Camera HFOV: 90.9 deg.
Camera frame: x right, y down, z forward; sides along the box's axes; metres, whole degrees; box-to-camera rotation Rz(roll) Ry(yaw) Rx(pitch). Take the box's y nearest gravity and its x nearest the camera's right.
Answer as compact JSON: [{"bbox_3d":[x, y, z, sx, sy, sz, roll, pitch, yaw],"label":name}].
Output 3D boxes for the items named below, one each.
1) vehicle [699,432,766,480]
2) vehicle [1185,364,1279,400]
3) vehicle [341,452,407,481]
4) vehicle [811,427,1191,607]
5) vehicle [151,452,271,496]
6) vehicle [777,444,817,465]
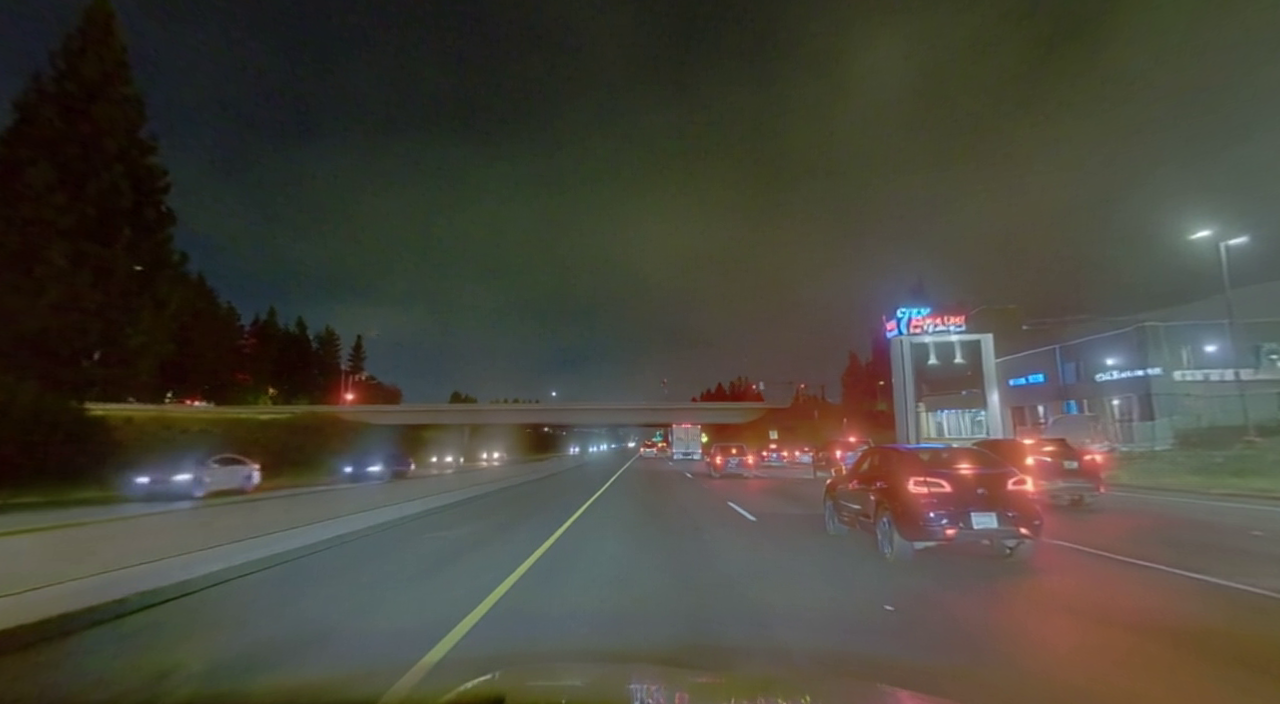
[{"bbox_3d":[3.855,4.445,27.130,2.086,1.858,4.737,0,-8,-1],"label":"vehicle"},{"bbox_3d":[36.218,1.909,38.282,2.024,1.757,4.696,-1,-8,1],"label":"vehicle"},{"bbox_3d":[-15.272,6.590,36.501,1.864,1.480,4.473,0,-8,1],"label":"vehicle"},{"bbox_3d":[3.636,1.708,7.560,1.902,1.481,4.451,0,-8,0],"label":"vehicle"},{"bbox_3d":[-18.368,5.218,27.327,2.027,1.666,4.508,0,-8,0],"label":"vehicle"},{"bbox_3d":[11.683,7.639,47.074,1.926,1.451,3.936,0,-8,-1],"label":"vehicle"}]
